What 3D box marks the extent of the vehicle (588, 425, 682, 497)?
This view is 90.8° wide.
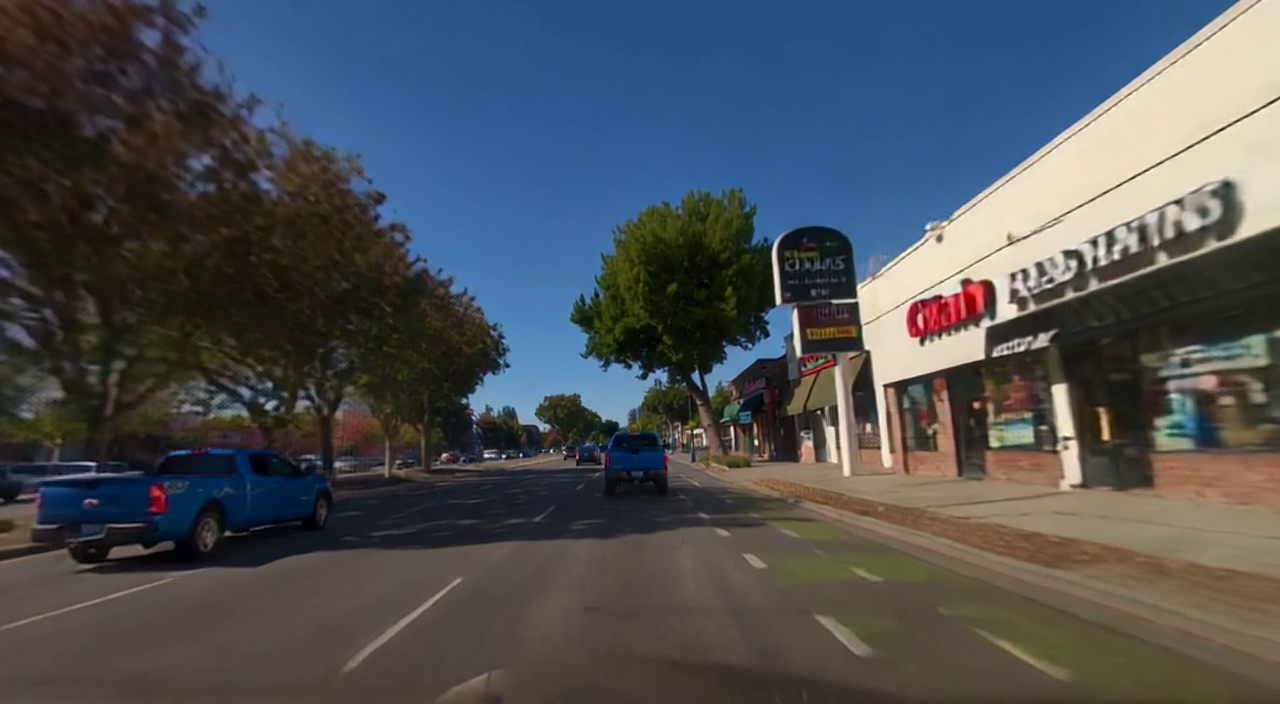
[{"bbox_3d":[-0.216,3.464,20.483,2.590,1.932,5.776,-1,-9,-1],"label":"vehicle"}]

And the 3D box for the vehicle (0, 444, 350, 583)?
[{"bbox_3d":[-6.140,2.053,8.973,1.888,1.424,4.553,-1,-9,0],"label":"vehicle"}]
